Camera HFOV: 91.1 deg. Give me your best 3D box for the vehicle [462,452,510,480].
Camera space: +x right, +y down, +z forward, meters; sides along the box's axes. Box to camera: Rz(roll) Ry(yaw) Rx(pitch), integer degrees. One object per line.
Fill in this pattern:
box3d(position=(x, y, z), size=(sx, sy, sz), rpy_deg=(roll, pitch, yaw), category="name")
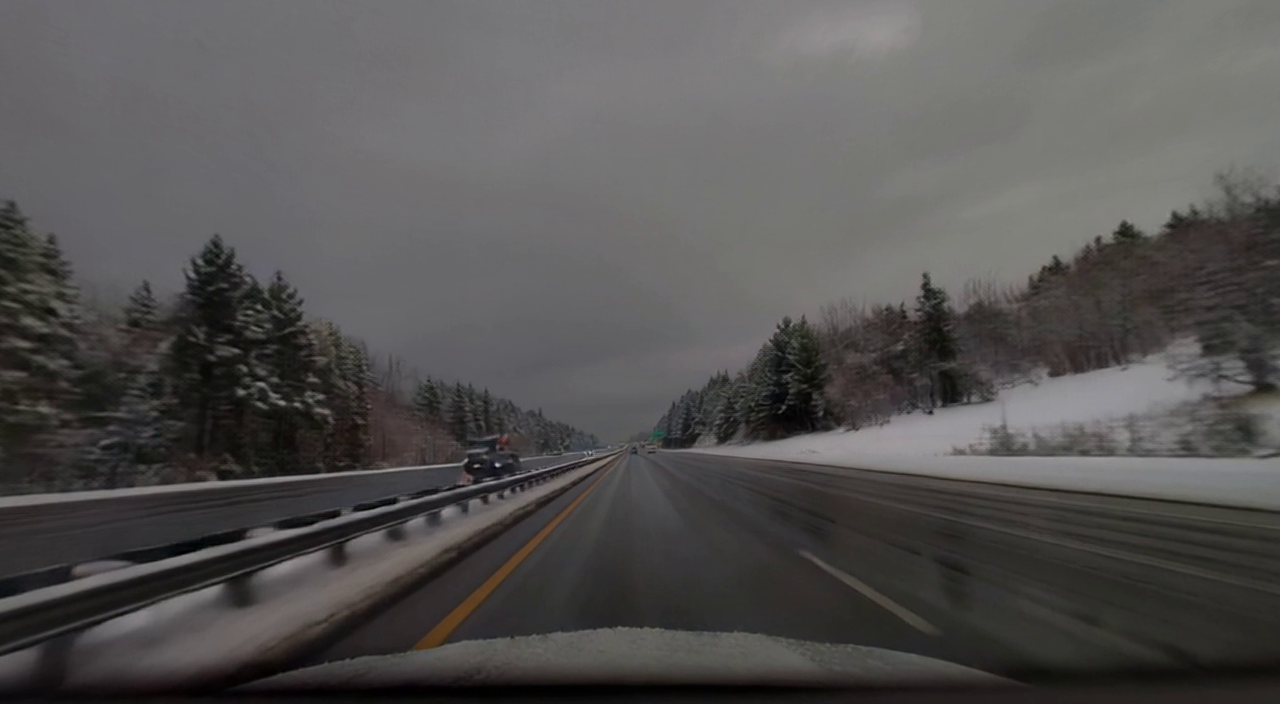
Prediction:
box3d(position=(-8.894, 6.603, 36.628), size=(1.842, 1.452, 3.655), rpy_deg=(0, -9, 0), category="vehicle")
